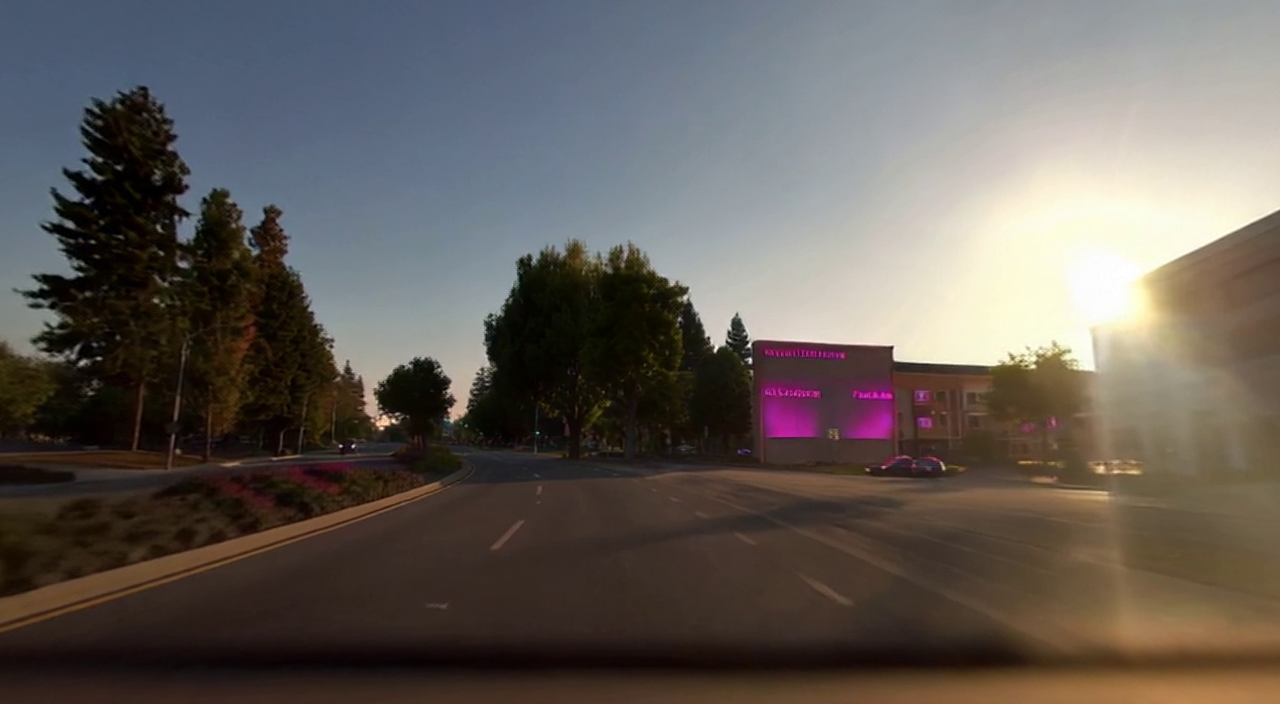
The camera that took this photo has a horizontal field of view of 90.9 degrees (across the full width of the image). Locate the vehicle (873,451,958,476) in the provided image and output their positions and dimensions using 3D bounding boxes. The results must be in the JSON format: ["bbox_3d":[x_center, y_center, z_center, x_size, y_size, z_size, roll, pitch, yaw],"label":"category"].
[{"bbox_3d":[19.263,7.840,44.279,4.946,1.656,2.139,0,-8,-1],"label":"vehicle"}]
